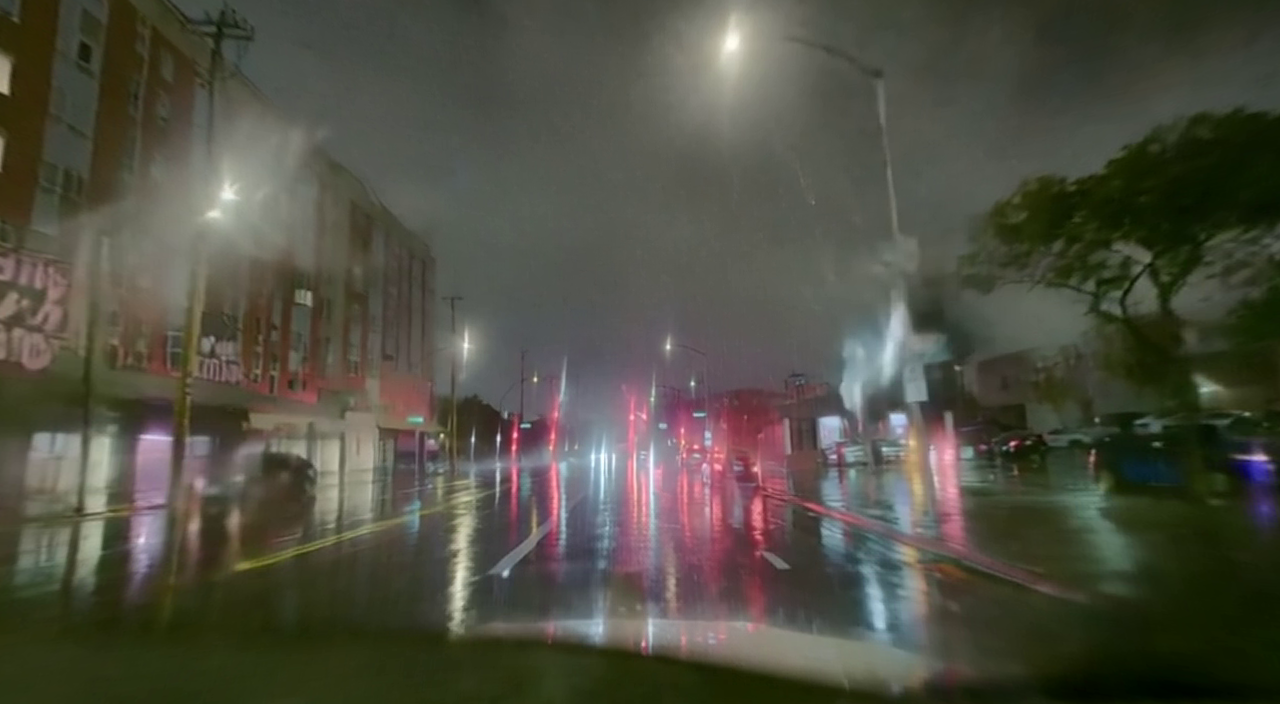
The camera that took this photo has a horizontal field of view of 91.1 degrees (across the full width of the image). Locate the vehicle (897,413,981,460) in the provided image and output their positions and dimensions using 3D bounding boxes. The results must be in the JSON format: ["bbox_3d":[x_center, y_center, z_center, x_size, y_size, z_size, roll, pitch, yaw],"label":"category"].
[{"bbox_3d":[15.747,4.522,33.405,1.969,2.282,4.731,0,-8,-2],"label":"vehicle"}]

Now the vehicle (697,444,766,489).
[{"bbox_3d":[3.379,4.321,24.038,2.062,1.535,4.206,0,-8,0],"label":"vehicle"}]

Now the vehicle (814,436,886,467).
[{"bbox_3d":[11.037,5.268,33.377,1.956,1.514,4.862,0,-8,-2],"label":"vehicle"}]

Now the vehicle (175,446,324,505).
[{"bbox_3d":[-15.192,4.781,24.967,2.048,1.814,5.998,-6,-8,1],"label":"vehicle"}]

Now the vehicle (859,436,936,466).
[{"bbox_3d":[13.410,5.166,33.010,1.819,1.450,4.707,0,-8,-4],"label":"vehicle"}]

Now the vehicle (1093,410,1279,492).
[{"bbox_3d":[12.447,2.102,13.430,4.312,1.578,2.006,-6,-10,35],"label":"vehicle"}]

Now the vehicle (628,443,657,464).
[{"bbox_3d":[0.225,7.814,48.424,2.153,1.505,4.452,0,-8,0],"label":"vehicle"}]

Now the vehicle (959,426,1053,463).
[{"bbox_3d":[18.353,4.659,31.772,2.002,1.731,4.413,0,-8,-1],"label":"vehicle"}]
